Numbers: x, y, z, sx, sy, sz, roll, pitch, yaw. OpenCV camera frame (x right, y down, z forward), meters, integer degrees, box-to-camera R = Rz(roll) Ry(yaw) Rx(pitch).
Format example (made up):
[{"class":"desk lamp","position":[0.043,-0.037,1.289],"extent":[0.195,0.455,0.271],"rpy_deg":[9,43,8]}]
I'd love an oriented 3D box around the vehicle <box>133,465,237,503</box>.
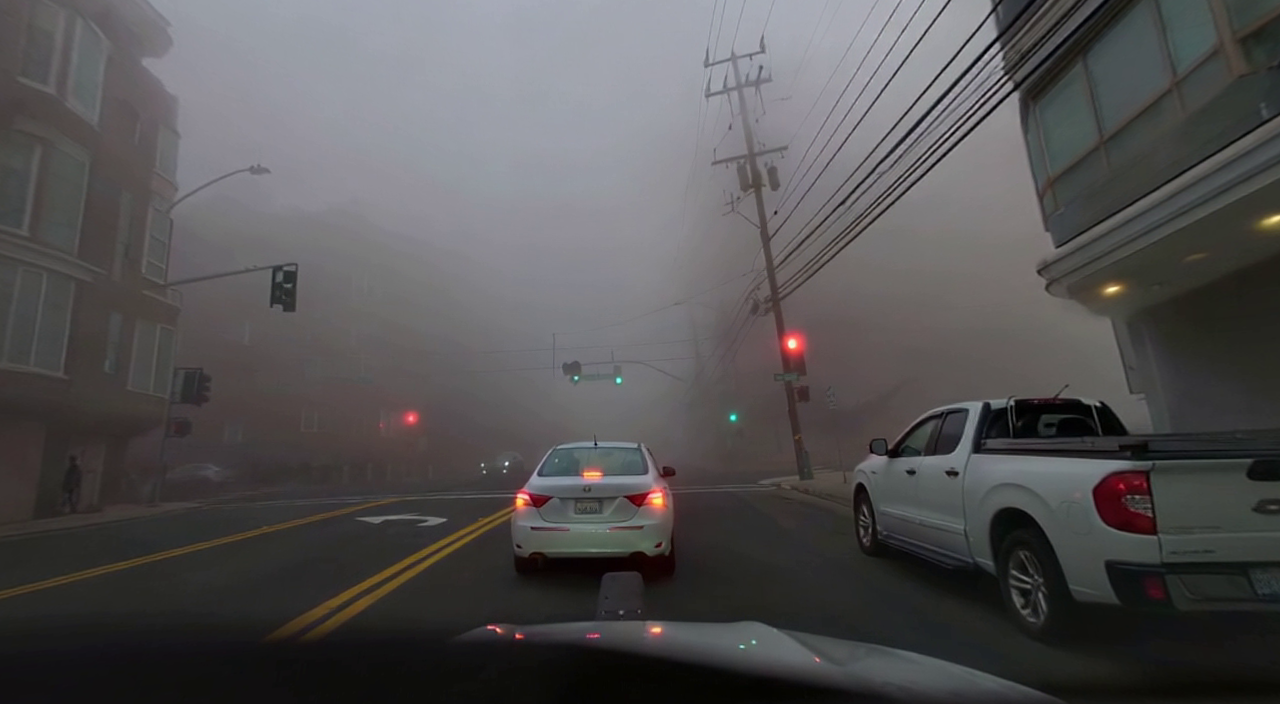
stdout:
[{"class":"vehicle","position":[-25.386,7.371,35.346],"extent":[4.337,1.739,1.981],"rpy_deg":[-5,-11,1]}]

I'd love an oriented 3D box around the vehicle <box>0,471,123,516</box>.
[{"class":"vehicle","position":[-24.780,6.032,26.975],"extent":[3.891,1.538,1.698],"rpy_deg":[-5,-11,0]}]

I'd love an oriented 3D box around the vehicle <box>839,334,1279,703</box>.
[{"class":"vehicle","position":[3.820,1.230,5.912],"extent":[2.248,1.945,5.011],"rpy_deg":[0,-8,0]}]

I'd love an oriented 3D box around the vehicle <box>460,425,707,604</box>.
[{"class":"vehicle","position":[-0.490,1.642,7.311],"extent":[2.019,1.453,4.129],"rpy_deg":[0,-8,-1]}]
